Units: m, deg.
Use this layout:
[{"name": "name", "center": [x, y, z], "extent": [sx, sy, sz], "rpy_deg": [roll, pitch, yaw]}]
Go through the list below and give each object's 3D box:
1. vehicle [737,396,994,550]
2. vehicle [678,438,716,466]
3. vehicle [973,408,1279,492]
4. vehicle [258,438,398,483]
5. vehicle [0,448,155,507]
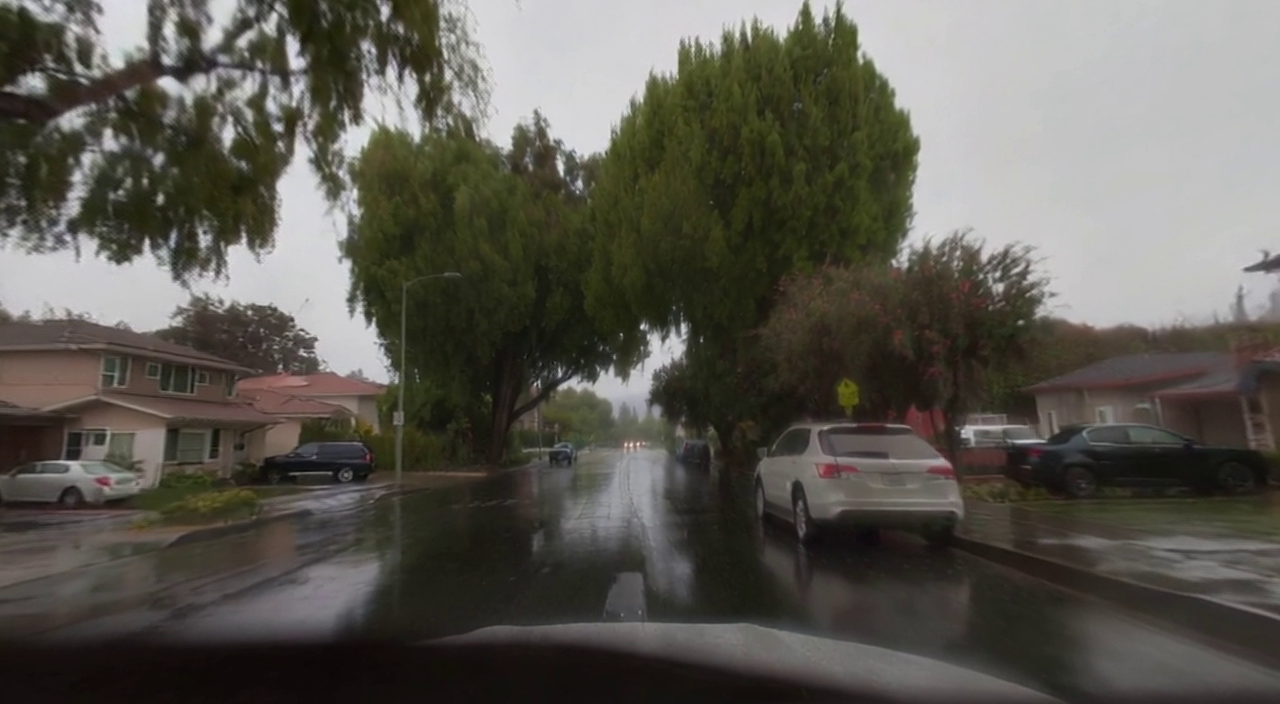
[{"name": "vehicle", "center": [3.177, 1.844, 10.379], "extent": [2.241, 1.875, 5.059], "rpy_deg": [0, -8, -1]}, {"name": "vehicle", "center": [3.336, 5.970, 37.795], "extent": [2.016, 1.567, 4.228], "rpy_deg": [0, -8, 1]}, {"name": "vehicle", "center": [10.454, 2.185, 13.926], "extent": [5.041, 1.486, 1.969], "rpy_deg": [-5, -9, 13]}, {"name": "vehicle", "center": [-13.228, 4.608, 27.012], "extent": [4.928, 1.797, 1.981], "rpy_deg": [0, -8, 2]}, {"name": "vehicle", "center": [-16.238, 3.417, 17.480], "extent": [4.276, 1.463, 1.832], "rpy_deg": [-1, -8, 7]}]
